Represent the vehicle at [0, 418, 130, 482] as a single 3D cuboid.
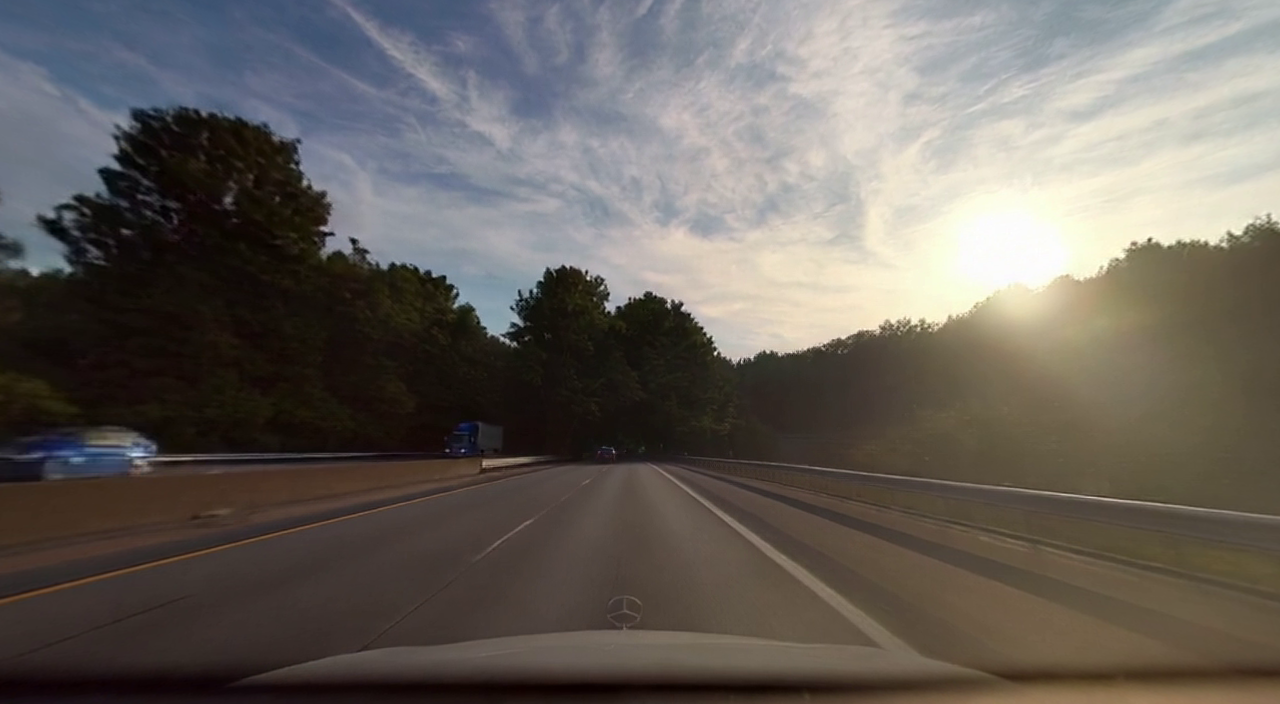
[{"bbox_3d":[-15.649,2.537,16.221,1.781,1.458,3.767,0,-9,1],"label":"vehicle"}]
